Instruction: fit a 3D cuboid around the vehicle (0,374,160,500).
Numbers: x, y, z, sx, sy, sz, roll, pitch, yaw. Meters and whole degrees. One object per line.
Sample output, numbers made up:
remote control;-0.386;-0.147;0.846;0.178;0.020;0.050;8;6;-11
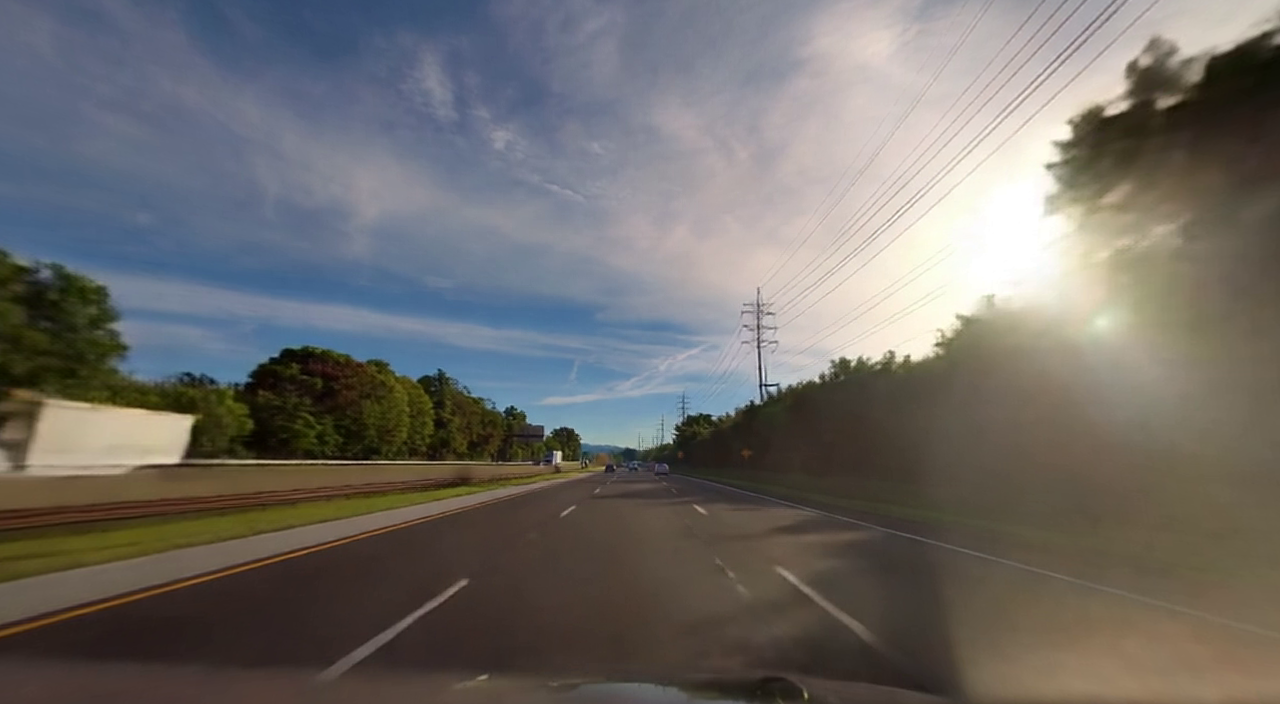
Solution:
vehicle;-16.909;2.267;16.683;2.713;3.016;6.960;2;-10;0
